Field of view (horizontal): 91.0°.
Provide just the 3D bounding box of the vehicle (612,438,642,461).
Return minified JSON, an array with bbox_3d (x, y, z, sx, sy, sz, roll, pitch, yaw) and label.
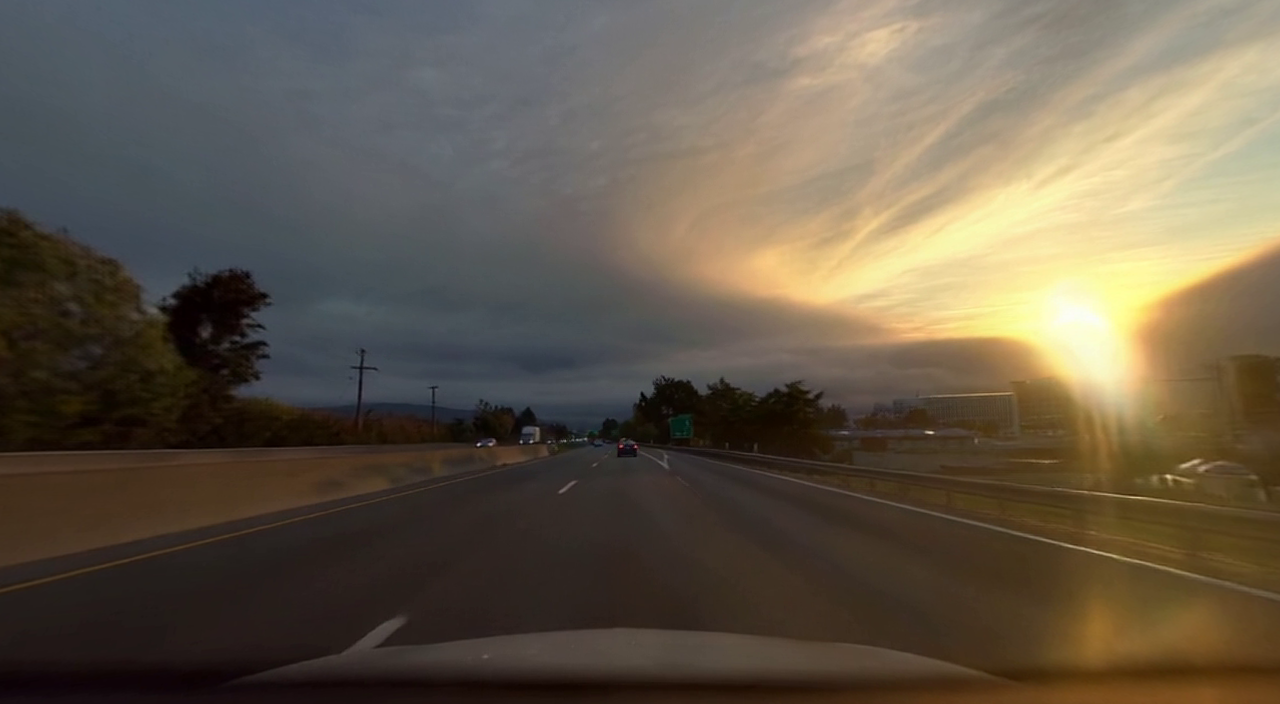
[{"bbox_3d":[-0.966,6.917,44.808,2.099,1.504,3.843,0,-8,-2],"label":"vehicle"}]
